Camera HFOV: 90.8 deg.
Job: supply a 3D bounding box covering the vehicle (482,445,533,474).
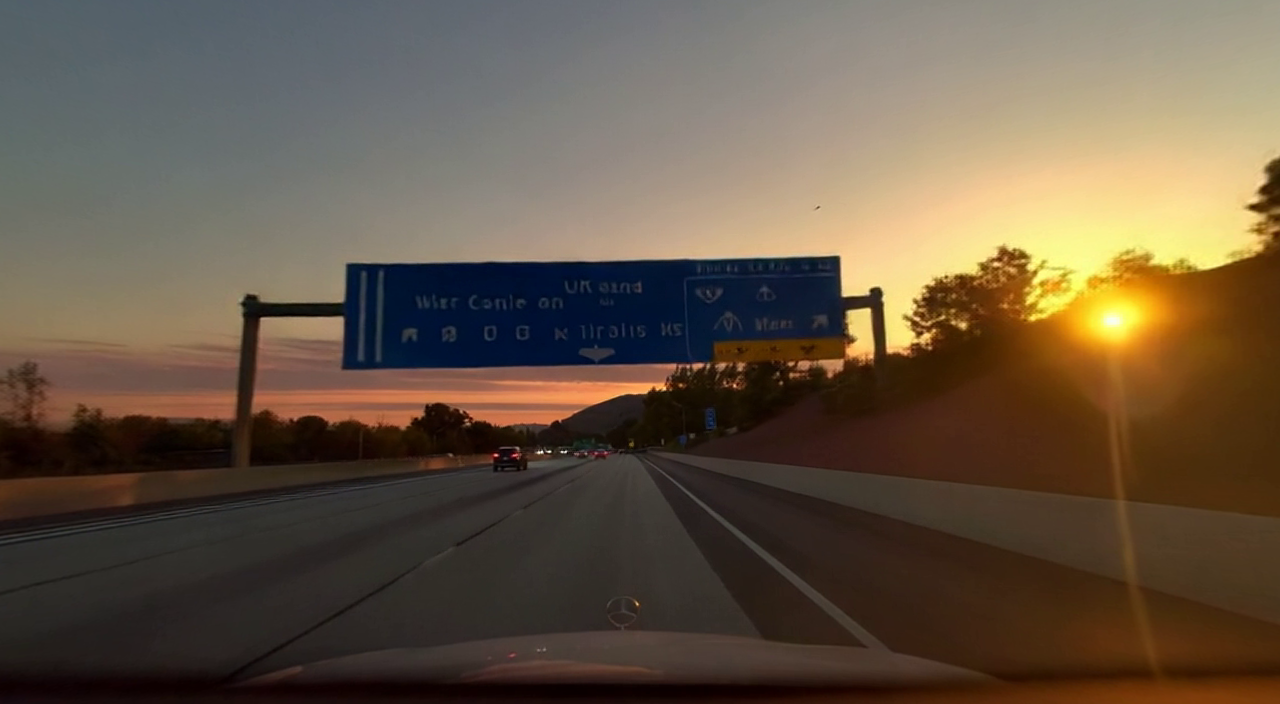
[{"bbox_3d":[-7.792,6.369,37.580,2.098,1.606,4.227,0,-9,0],"label":"vehicle"}]
